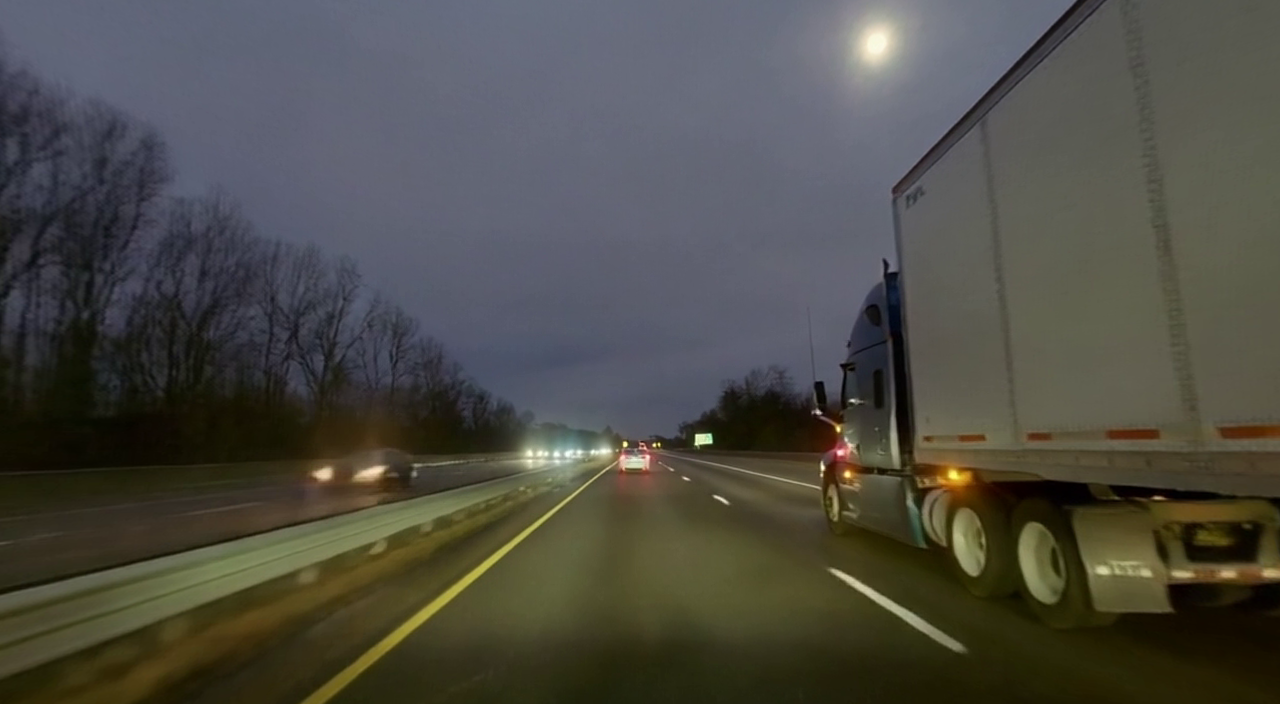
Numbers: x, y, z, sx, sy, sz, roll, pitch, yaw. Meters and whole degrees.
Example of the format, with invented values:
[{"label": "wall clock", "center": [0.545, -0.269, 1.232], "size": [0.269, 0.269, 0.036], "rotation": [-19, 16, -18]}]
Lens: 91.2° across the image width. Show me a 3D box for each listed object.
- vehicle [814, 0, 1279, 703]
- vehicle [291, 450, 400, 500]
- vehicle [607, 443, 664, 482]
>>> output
[{"label": "vehicle", "center": [4.356, 0.345, 6.154], "size": [3.351, 3.699, 5.995], "rotation": [0, -9, -1]}, {"label": "vehicle", "center": [-9.859, 4.117, 21.375], "size": [1.874, 1.506, 3.934], "rotation": [0, -9, -2]}, {"label": "vehicle", "center": [-0.209, 4.633, 26.527], "size": [2.244, 1.506, 4.097], "rotation": [0, -9, -1]}]
